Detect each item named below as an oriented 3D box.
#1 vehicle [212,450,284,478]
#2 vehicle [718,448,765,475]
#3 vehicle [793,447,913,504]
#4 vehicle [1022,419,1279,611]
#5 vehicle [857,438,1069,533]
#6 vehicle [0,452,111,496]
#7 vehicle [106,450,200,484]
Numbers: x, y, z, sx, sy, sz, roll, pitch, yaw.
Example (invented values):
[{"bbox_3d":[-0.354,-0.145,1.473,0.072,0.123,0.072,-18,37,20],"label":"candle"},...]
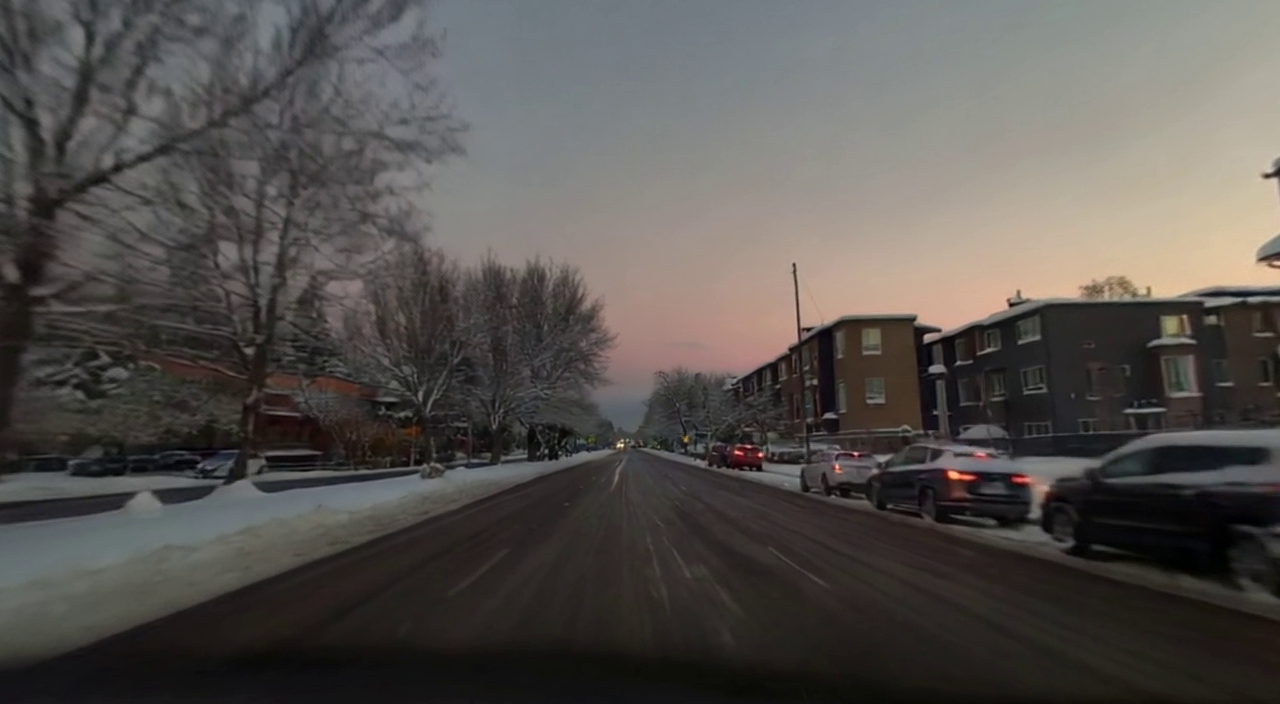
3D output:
[{"bbox_3d":[-25.685,7.325,41.417,2.000,1.696,4.318,0,-9,-1],"label":"vehicle"},{"bbox_3d":[6.158,6.696,38.713,2.056,1.528,4.816,0,-9,0],"label":"vehicle"},{"bbox_3d":[6.548,3.846,20.060,1.956,1.487,5.176,-3,-9,0],"label":"vehicle"},{"bbox_3d":[6.751,1.686,7.119,2.078,1.699,4.292,0,-9,-1],"label":"vehicle"},{"bbox_3d":[6.595,2.756,13.617,2.060,1.672,4.556,0,-9,-2],"label":"vehicle"},{"bbox_3d":[-25.857,5.221,27.320,1.945,1.694,4.329,0,-9,-1],"label":"vehicle"},{"bbox_3d":[-26.057,6.120,33.888,1.781,1.666,4.238,0,-9,-2],"label":"vehicle"}]
